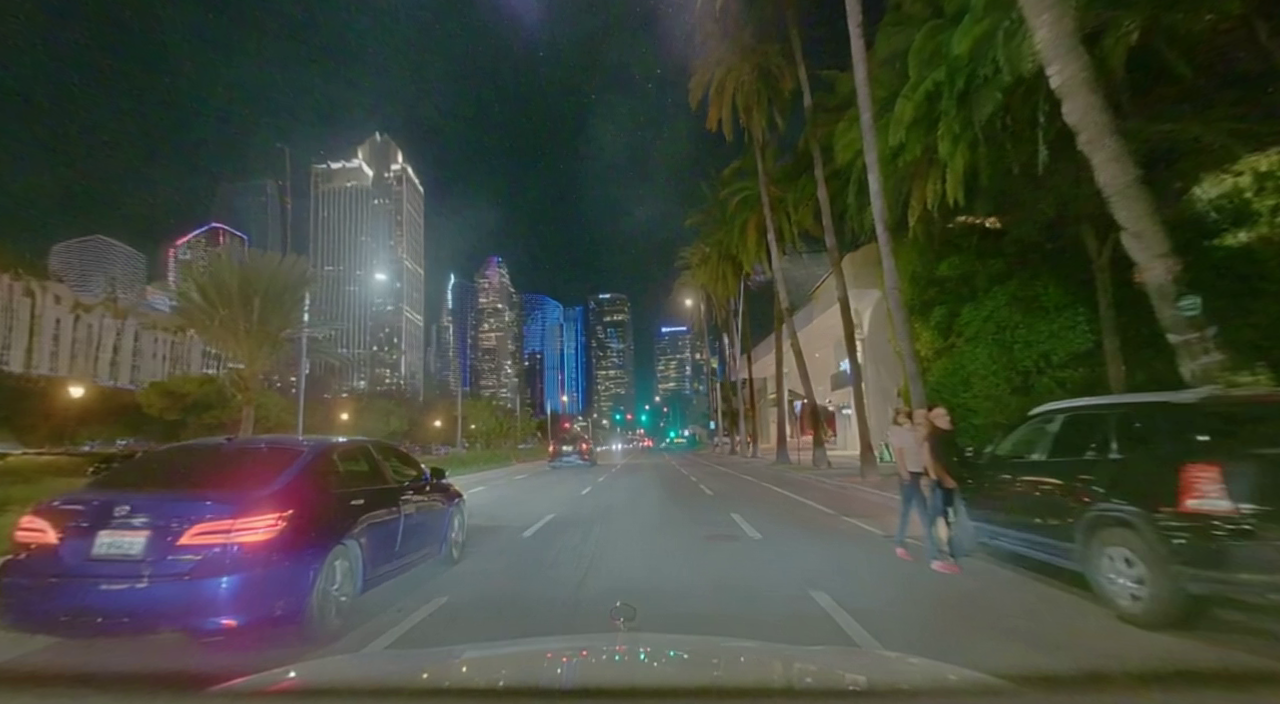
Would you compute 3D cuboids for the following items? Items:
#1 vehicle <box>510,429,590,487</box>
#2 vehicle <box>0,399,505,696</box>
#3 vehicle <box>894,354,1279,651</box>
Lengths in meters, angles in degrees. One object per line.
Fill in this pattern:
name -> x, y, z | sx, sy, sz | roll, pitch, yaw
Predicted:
vehicle -> -2.833, 3.462, 20.803 | 1.894, 1.702, 3.999 | 0, -8, 2
vehicle -> -2.770, 1.351, 5.588 | 2.071, 1.544, 4.383 | 0, -8, 2
vehicle -> 4.516, 1.285, 6.434 | 2.060, 1.856, 4.878 | -1, -8, 3
